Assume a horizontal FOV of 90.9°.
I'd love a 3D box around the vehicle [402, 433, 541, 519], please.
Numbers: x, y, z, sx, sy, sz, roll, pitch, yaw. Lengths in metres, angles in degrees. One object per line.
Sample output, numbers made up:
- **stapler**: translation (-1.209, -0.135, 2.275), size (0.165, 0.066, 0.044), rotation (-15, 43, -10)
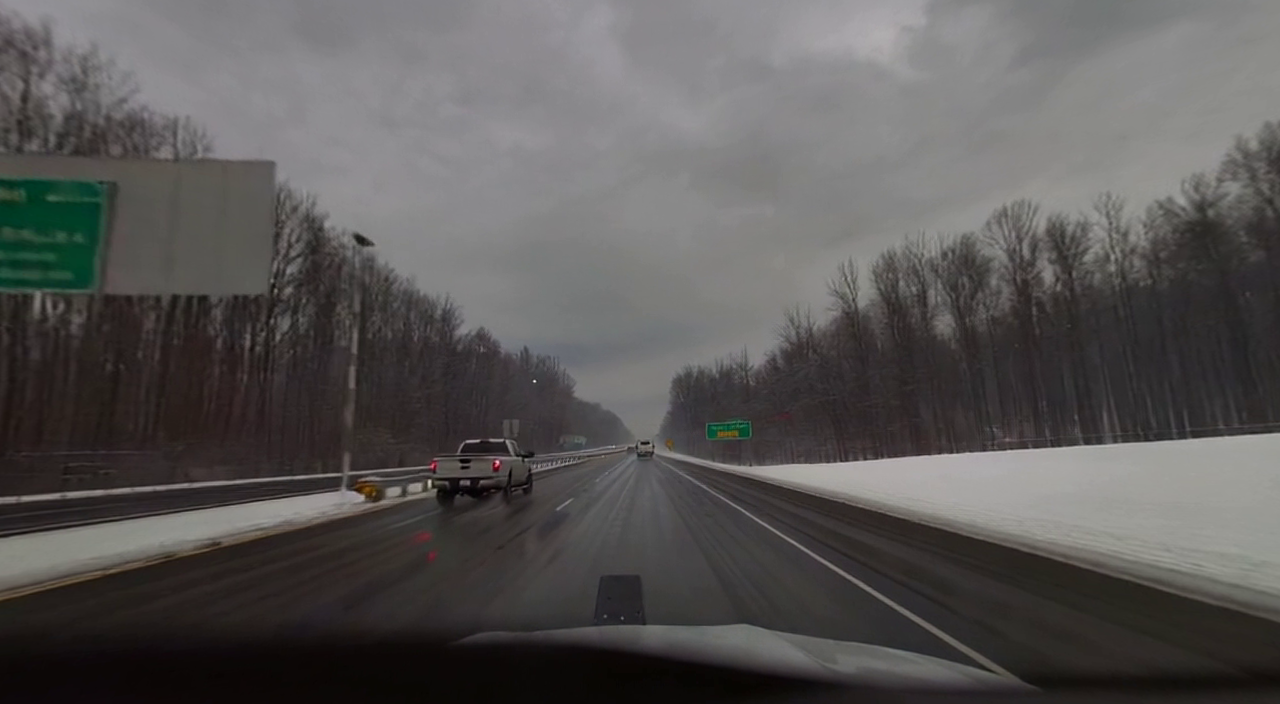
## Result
- **vehicle**: translation (-3.603, 2.719, 14.306), size (2.009, 1.638, 3.968), rotation (0, -9, 0)
